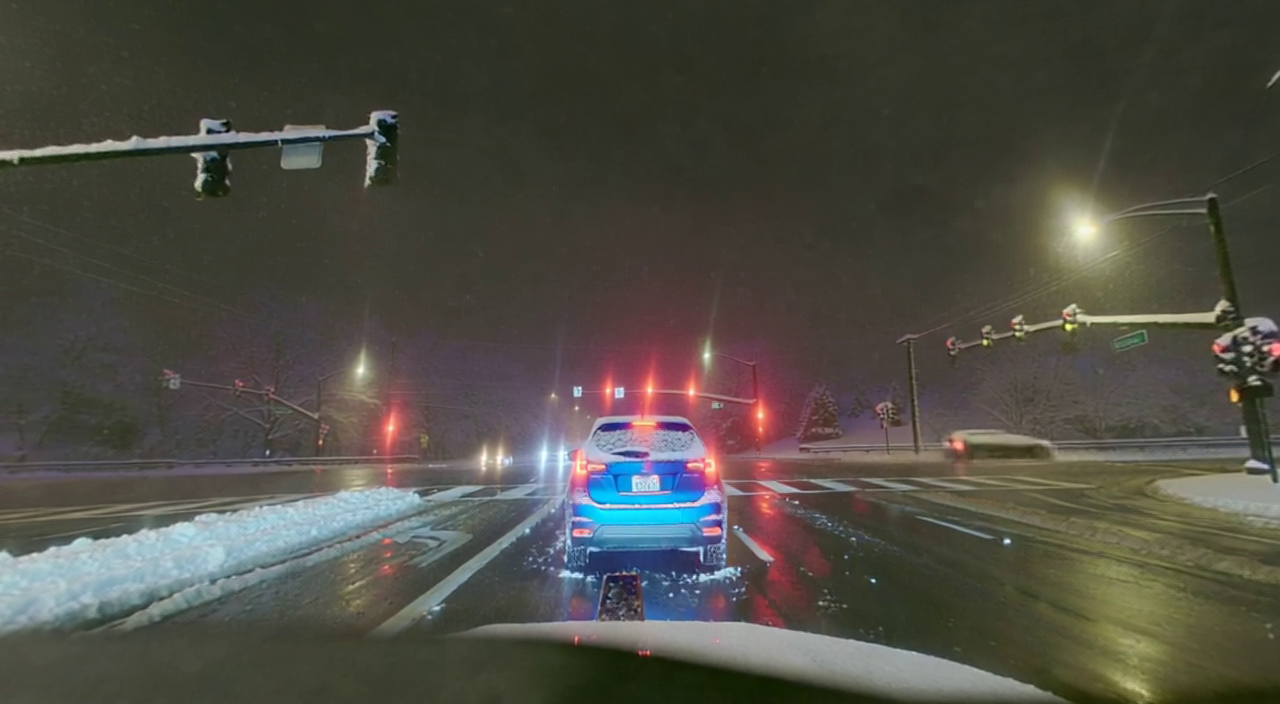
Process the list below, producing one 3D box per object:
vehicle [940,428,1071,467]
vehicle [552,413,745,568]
[{"bbox_3d":[18.320,4.815,31.829,5.247,1.889,2.050,0,-8,1],"label":"vehicle"},{"bbox_3d":[0.048,1.756,8.709,2.027,1.626,3.942,0,-8,-1],"label":"vehicle"}]
